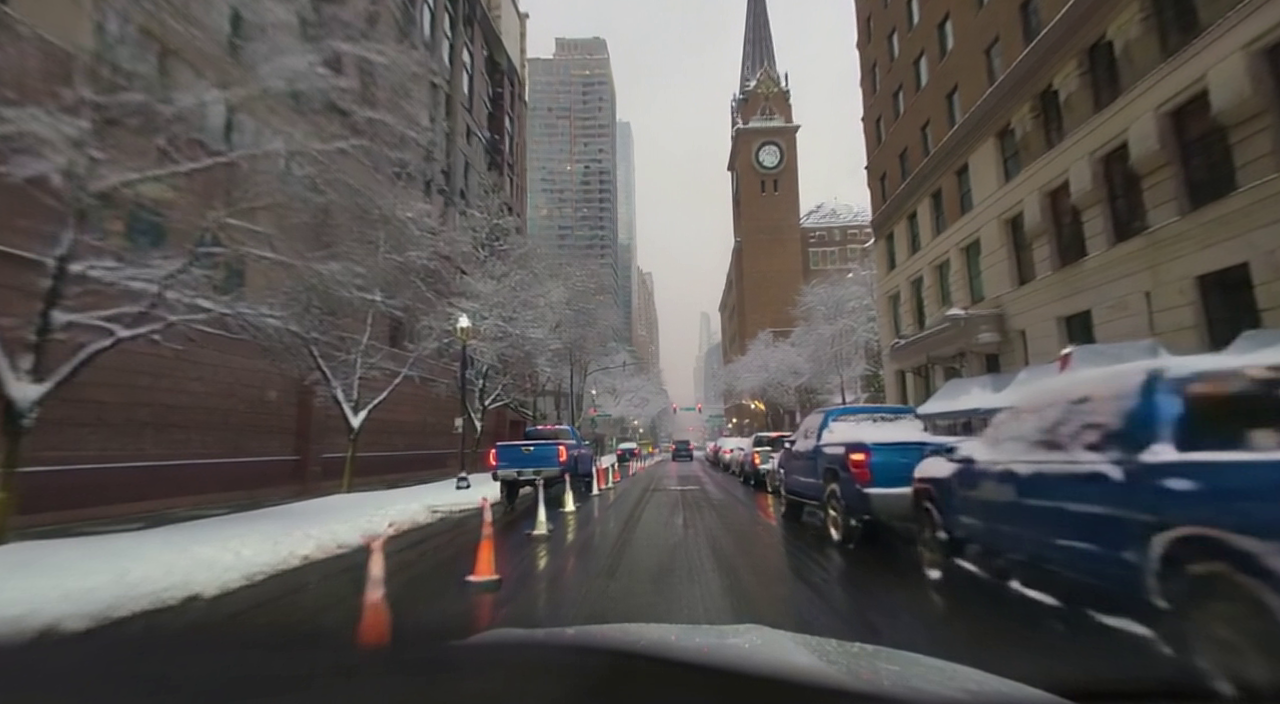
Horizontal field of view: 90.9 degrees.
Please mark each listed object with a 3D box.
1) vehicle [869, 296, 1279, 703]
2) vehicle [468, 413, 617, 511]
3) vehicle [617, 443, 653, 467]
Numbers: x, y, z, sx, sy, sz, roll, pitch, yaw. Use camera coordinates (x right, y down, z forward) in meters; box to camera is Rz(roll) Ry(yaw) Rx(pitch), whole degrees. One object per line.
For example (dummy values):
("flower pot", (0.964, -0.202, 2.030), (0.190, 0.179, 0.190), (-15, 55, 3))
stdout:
("vehicle", (3.472, 0.960, 4.219), (2.057, 1.797, 4.734), (0, -9, 0))
("vehicle", (-2.084, 2.659, 15.614), (2.452, 1.954, 5.653), (-1, -9, 4))
("vehicle", (-0.282, 6.863, 42.046), (1.895, 1.489, 4.328), (-1, -9, 6))
